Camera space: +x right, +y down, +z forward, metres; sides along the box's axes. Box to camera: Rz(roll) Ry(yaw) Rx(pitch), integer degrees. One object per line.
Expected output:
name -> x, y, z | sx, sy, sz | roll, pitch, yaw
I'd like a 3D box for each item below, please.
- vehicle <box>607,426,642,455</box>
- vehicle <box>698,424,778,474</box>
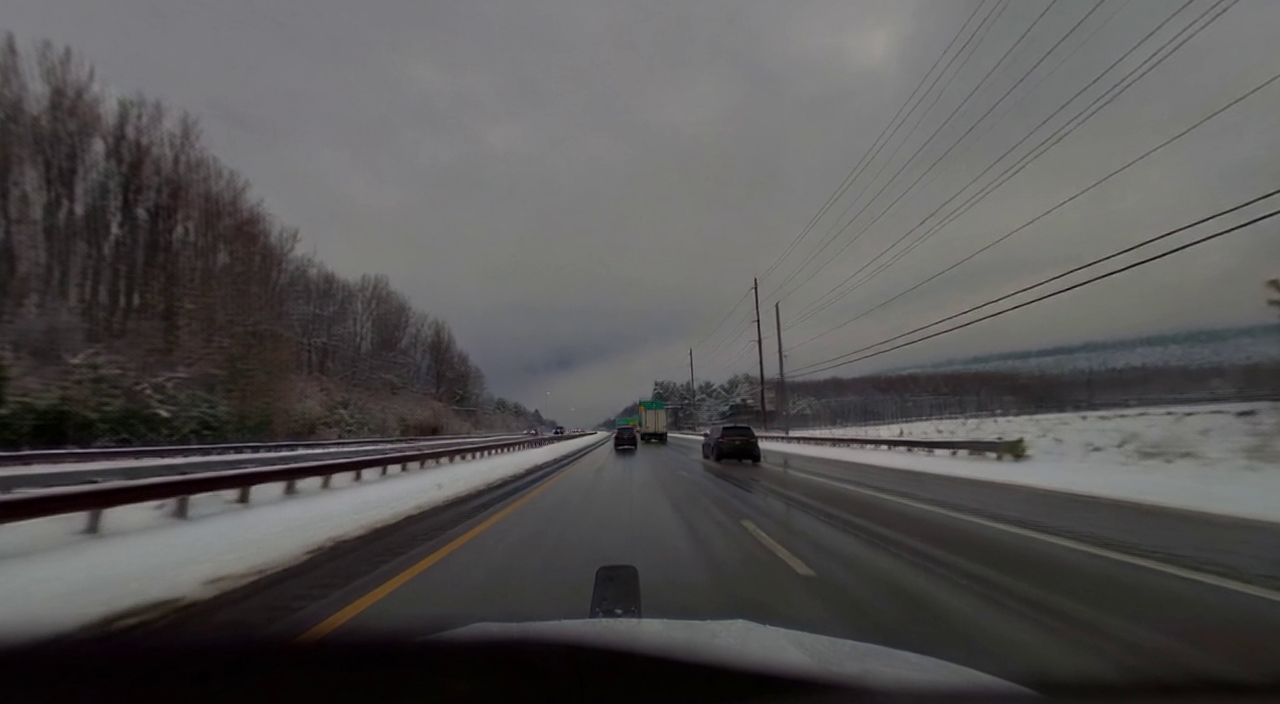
vehicle -> -0.915, 5.310, 37.680 | 2.019, 1.642, 3.790 | 0, -8, -1
vehicle -> 3.333, 3.388, 22.122 | 2.062, 1.581, 3.914 | 0, -8, -2
